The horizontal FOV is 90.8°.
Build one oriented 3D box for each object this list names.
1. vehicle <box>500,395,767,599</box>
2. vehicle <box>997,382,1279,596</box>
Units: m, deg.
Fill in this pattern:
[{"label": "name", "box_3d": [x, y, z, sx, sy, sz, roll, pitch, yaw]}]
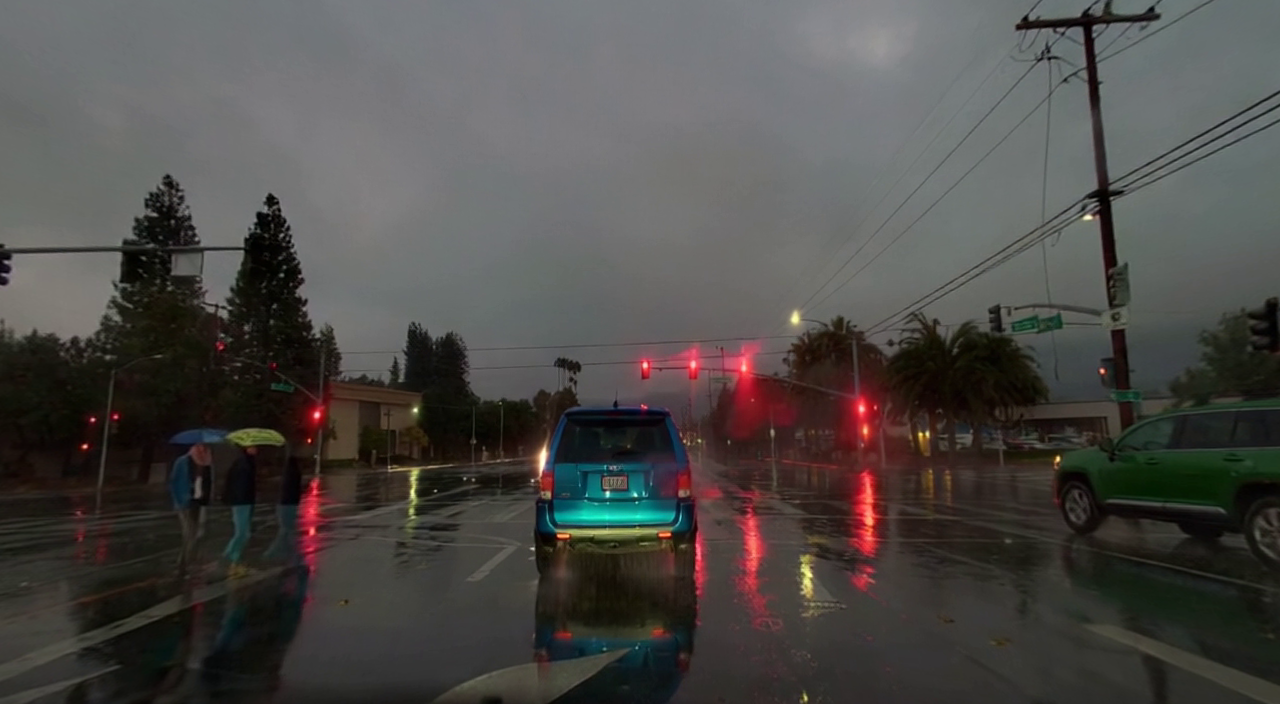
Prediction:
[{"label": "vehicle", "box_3d": [-0.093, 1.561, 7.636, 2.285, 1.729, 4.252, 0, -9, -1]}, {"label": "vehicle", "box_3d": [6.574, 1.445, 7.237, 2.119, 1.827, 4.806, 0, -9, 0]}]
